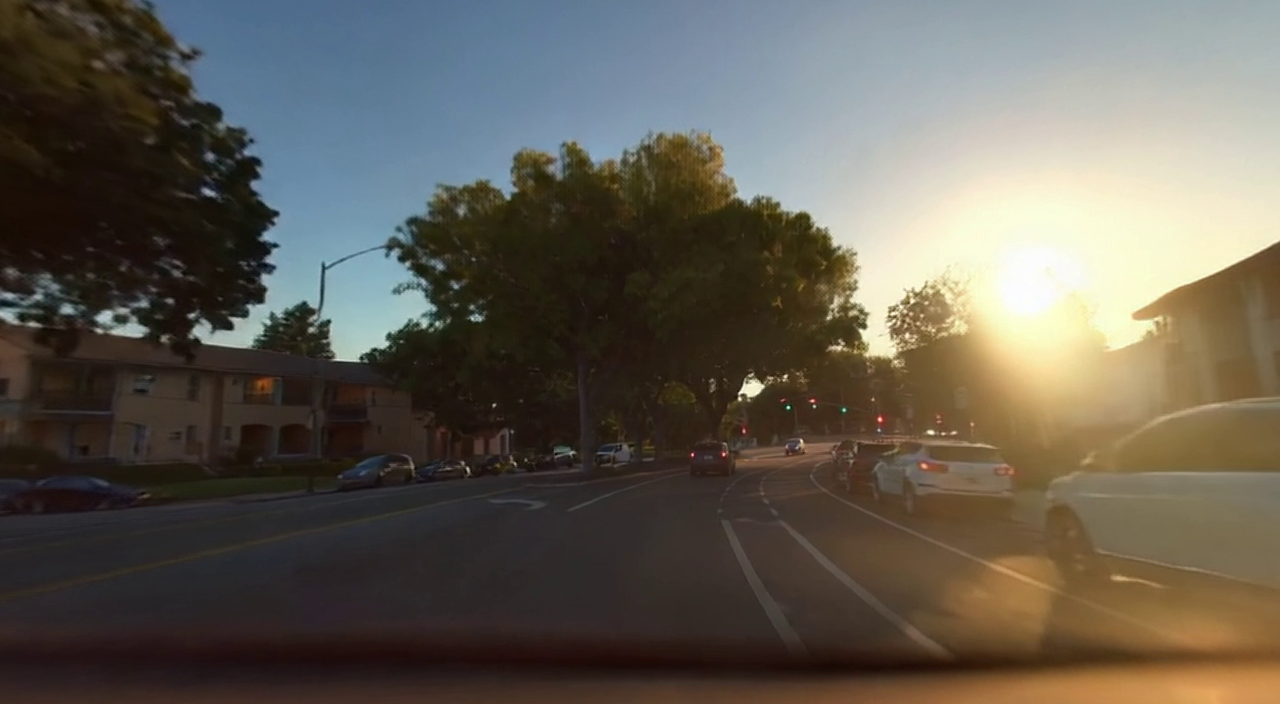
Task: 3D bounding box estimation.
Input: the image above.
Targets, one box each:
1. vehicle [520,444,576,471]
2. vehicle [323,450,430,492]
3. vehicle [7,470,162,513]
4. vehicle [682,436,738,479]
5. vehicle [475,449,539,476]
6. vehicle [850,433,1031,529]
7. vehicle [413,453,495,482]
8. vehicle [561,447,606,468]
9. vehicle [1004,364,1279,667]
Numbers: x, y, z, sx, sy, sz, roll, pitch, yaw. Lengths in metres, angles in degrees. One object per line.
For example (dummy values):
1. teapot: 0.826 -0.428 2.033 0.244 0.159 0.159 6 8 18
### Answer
1. vehicle: -6.226 7.185 43.299 1.977 1.761 4.990 -2 -9 15
2. vehicle: -10.719 4.836 26.102 1.918 1.508 4.353 -1 -8 10
3. vehicle: -20.140 5.044 23.015 4.195 1.400 1.726 -1 -8 6
4. vehicle: 3.104 4.512 27.358 1.852 1.680 4.488 -2 -9 13
5. vehicle: -7.960 6.648 38.291 1.880 1.450 4.627 -2 -9 15
6. vehicle: 5.522 2.380 12.353 1.741 1.494 4.587 -1 -8 7
7. vehicle: -9.453 5.891 32.551 1.893 1.310 4.719 -2 -9 13
8. vehicle: -4.295 8.117 48.781 1.809 1.469 4.485 -3 -9 19
9. vehicle: 4.914 1.068 4.383 2.128 1.795 4.622 0 -8 2
